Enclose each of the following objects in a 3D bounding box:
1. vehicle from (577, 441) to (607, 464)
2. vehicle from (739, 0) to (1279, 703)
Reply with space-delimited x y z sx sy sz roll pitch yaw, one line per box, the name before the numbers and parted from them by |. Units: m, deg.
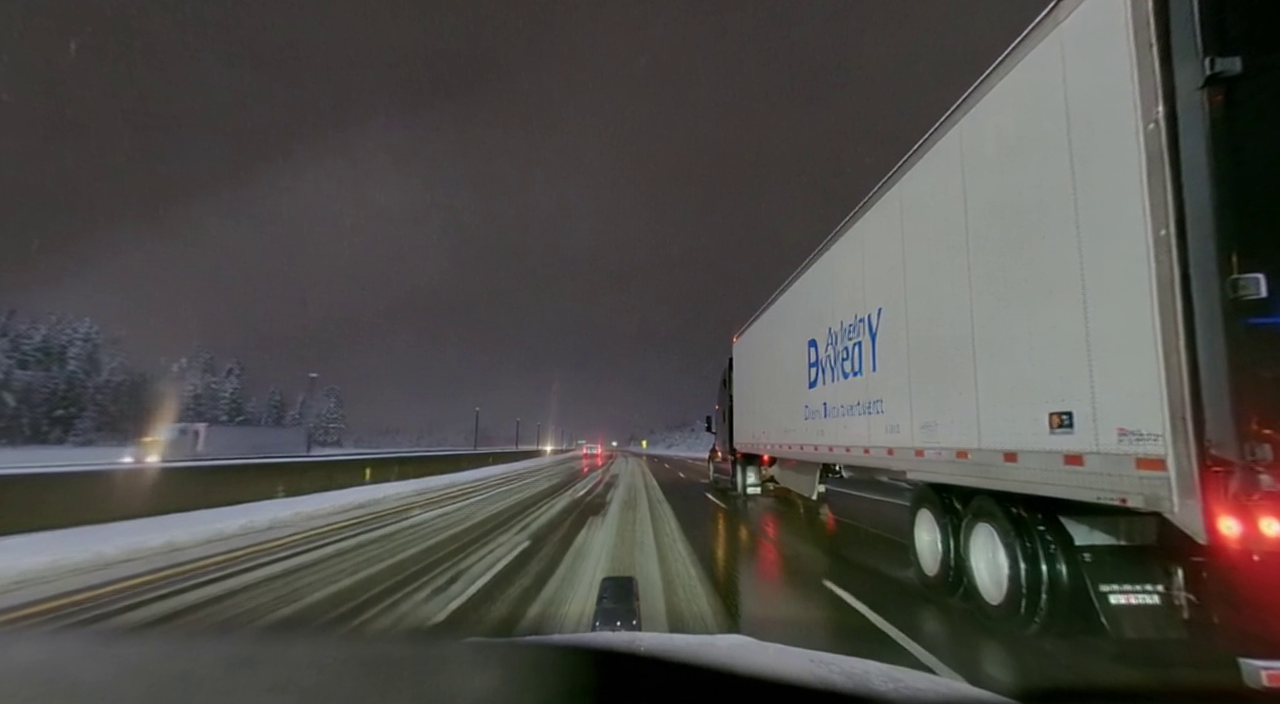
vehicle | -3.596 7.611 48.079 2.030 1.657 3.926 0 -8 -1
vehicle | 3.908 0.554 9.034 2.962 4.132 12.720 0 -8 0
